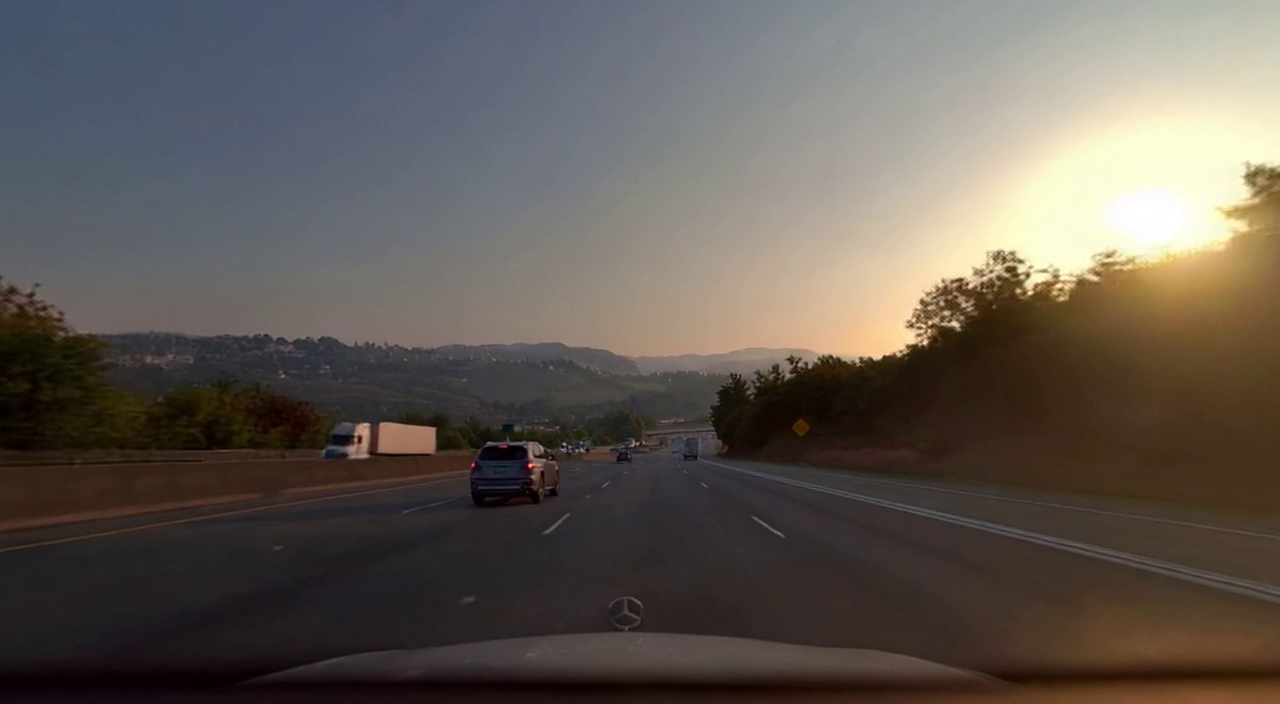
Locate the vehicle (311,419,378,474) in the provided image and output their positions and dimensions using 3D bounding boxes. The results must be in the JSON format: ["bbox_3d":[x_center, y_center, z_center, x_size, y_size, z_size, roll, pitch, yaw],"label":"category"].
[{"bbox_3d":[-22.226,7.118,47.672,2.979,3.977,3.790,0,-8,2],"label":"vehicle"}]

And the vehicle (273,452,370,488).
[{"bbox_3d":[-14.365,5.322,28.793,1.906,1.458,4.581,0,-8,2],"label":"vehicle"}]

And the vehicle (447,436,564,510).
[{"bbox_3d":[-3.250,3.008,16.190,2.016,1.623,4.126,0,-8,1],"label":"vehicle"}]
